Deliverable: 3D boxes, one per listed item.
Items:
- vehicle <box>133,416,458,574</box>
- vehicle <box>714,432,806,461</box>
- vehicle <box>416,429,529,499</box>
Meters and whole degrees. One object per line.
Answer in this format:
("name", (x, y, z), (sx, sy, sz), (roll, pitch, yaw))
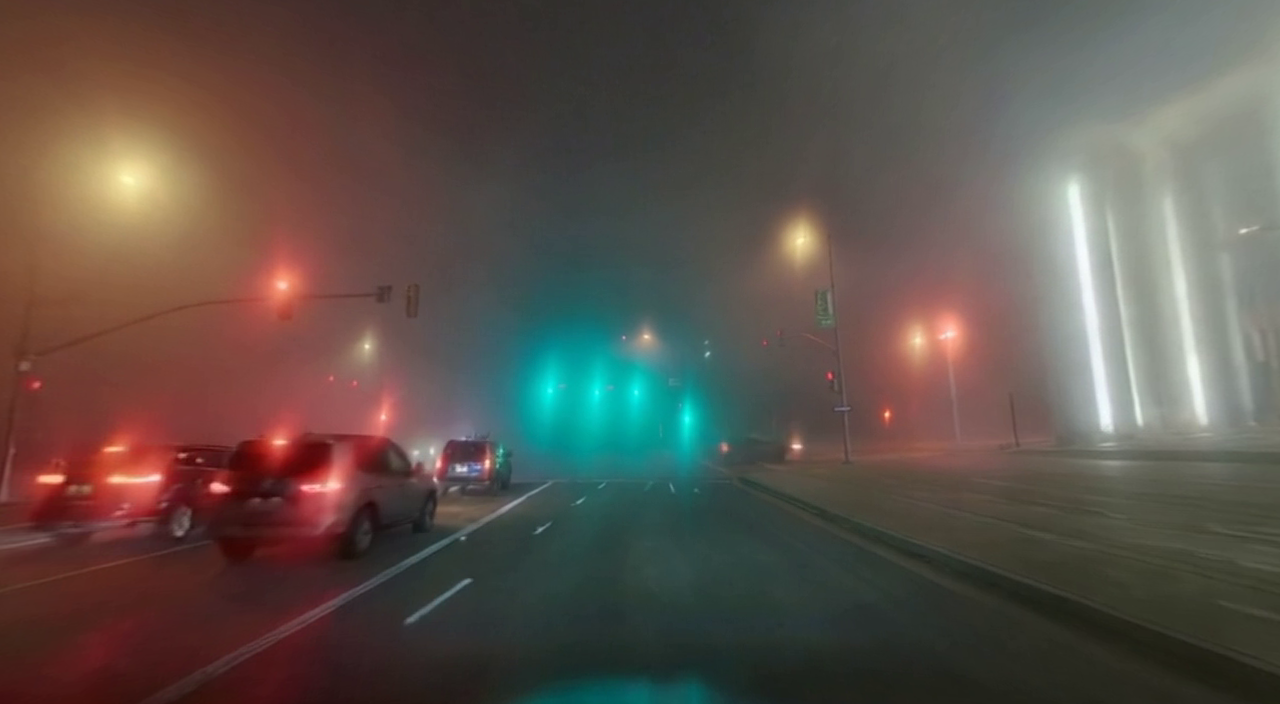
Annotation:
("vehicle", (-4.242, 1.829, 8.784), (2.043, 1.636, 4.320), (0, -9, 0))
("vehicle", (6.615, 5.279, 35.045), (4.767, 1.524, 1.929), (0, -9, 0))
("vehicle", (-4.637, 3.178, 18.182), (1.971, 1.740, 4.654), (0, -9, 0))
